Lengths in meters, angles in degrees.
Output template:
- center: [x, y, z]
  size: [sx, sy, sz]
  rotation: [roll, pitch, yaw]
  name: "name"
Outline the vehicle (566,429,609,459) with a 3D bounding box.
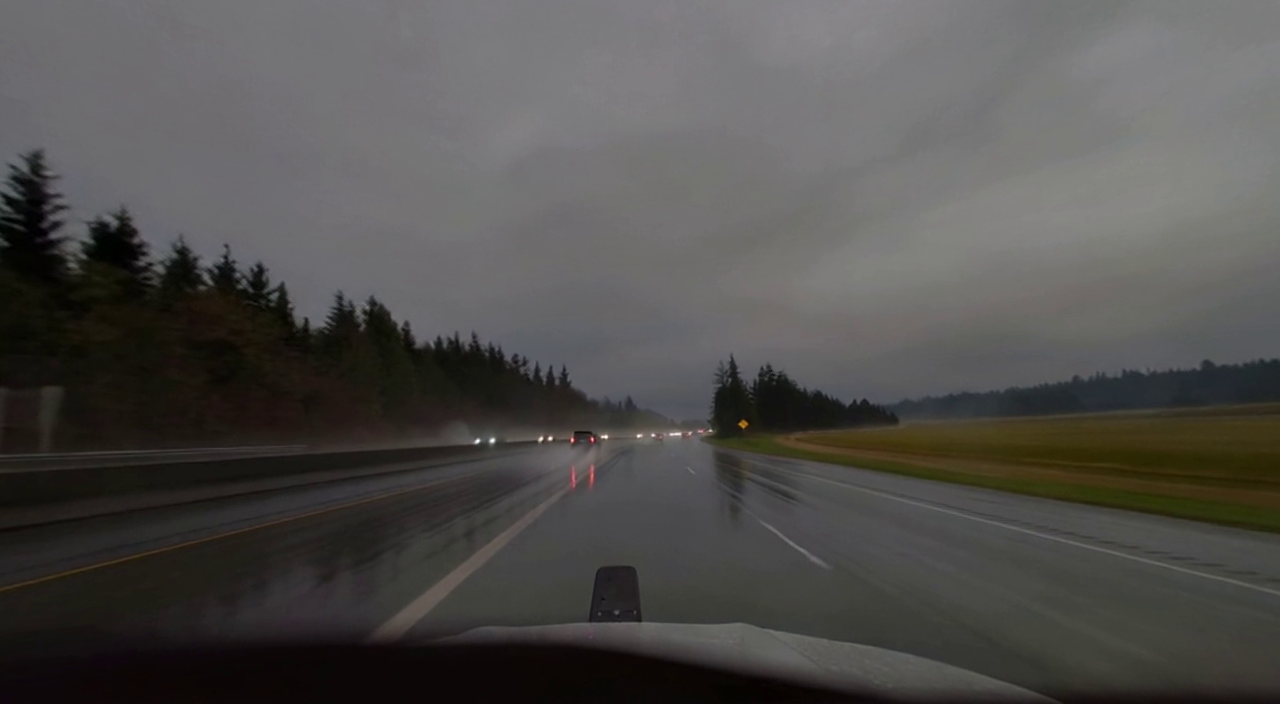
- center: [-2.993, 5.322, 36.714]
  size: [2.084, 1.654, 4.080]
  rotation: [0, -8, 0]
  name: "vehicle"
